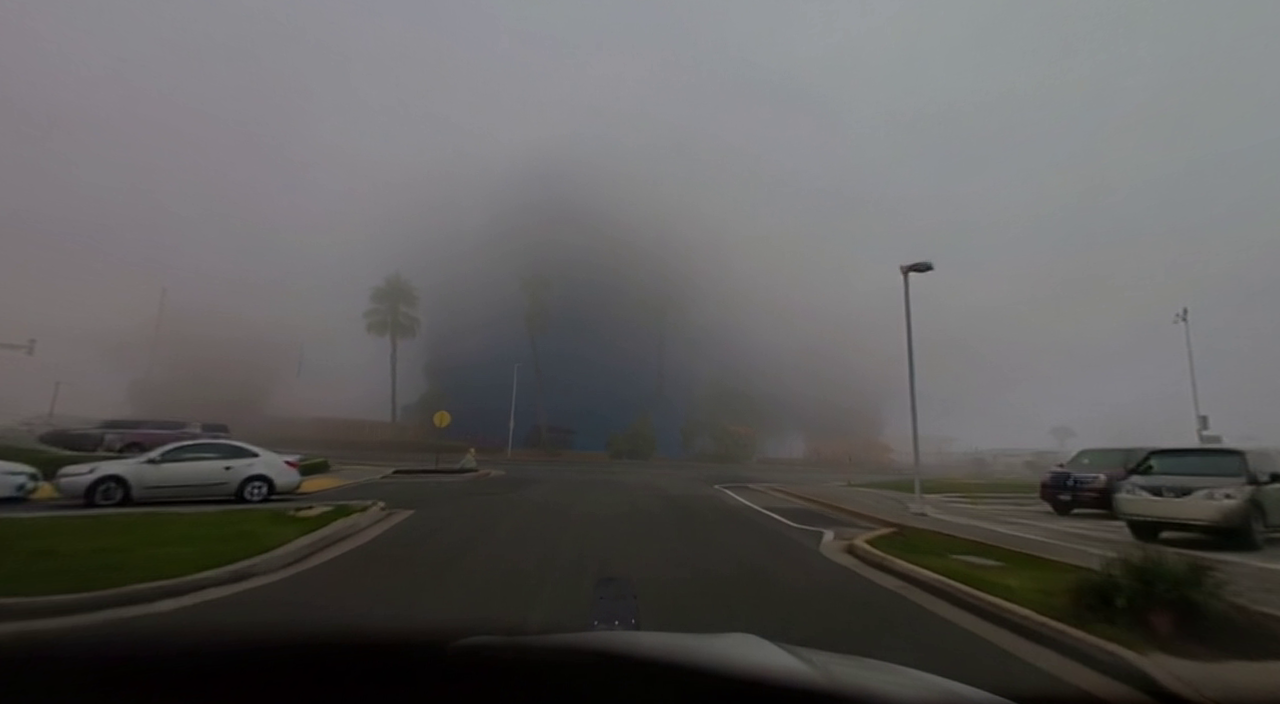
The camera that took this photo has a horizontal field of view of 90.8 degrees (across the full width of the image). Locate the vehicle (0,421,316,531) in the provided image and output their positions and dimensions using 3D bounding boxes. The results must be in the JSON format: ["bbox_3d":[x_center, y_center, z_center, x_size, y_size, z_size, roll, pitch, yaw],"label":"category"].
[{"bbox_3d":[-8.402,2.021,10.963,2.086,1.434,4.809,-3,-9,18],"label":"vehicle"}]

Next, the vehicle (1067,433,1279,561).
[{"bbox_3d":[9.359,2.184,10.256,4.651,1.610,2.157,6,-10,-31],"label":"vehicle"}]

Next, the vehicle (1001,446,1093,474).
[{"bbox_3d":[27.908,7.390,43.430,4.839,1.845,2.037,0,-8,-1],"label":"vehicle"}]
